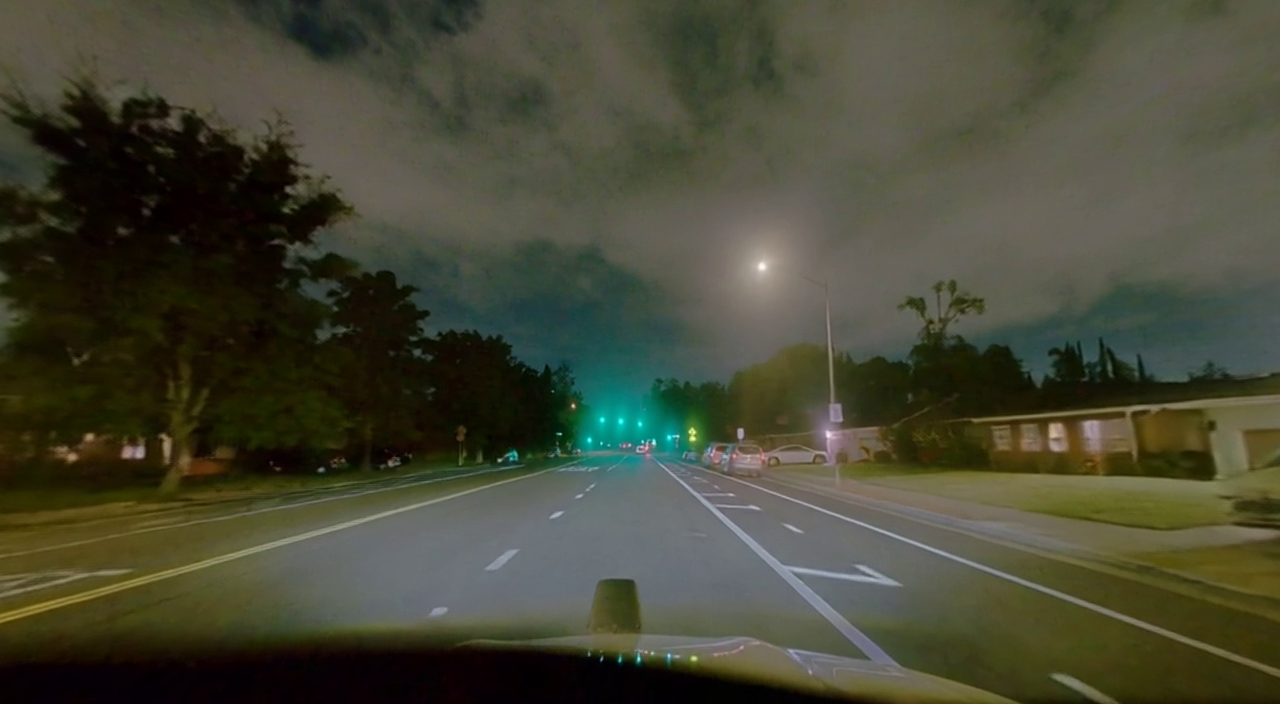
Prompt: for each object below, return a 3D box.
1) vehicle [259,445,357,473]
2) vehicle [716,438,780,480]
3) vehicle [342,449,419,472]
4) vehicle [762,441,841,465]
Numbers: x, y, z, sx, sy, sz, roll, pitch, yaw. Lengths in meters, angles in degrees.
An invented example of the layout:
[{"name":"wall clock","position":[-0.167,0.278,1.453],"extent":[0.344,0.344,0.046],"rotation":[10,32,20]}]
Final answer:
[{"name":"vehicle","position":[-18.235,5.899,34.728],"extent":[4.355,1.482,1.794],"rotation":[0,-9,0]},{"name":"vehicle","position":[5.181,5.210,30.811],"extent":[2.164,1.729,4.488],"rotation":[4,-9,-1]},{"name":"vehicle","position":[-17.685,7.398,43.037],"extent":[4.349,1.457,1.997],"rotation":[1,-8,-2]},{"name":"vehicle","position":[11.111,6.976,43.527],"extent":[4.875,1.609,1.954],"rotation":[0,-9,1]}]
